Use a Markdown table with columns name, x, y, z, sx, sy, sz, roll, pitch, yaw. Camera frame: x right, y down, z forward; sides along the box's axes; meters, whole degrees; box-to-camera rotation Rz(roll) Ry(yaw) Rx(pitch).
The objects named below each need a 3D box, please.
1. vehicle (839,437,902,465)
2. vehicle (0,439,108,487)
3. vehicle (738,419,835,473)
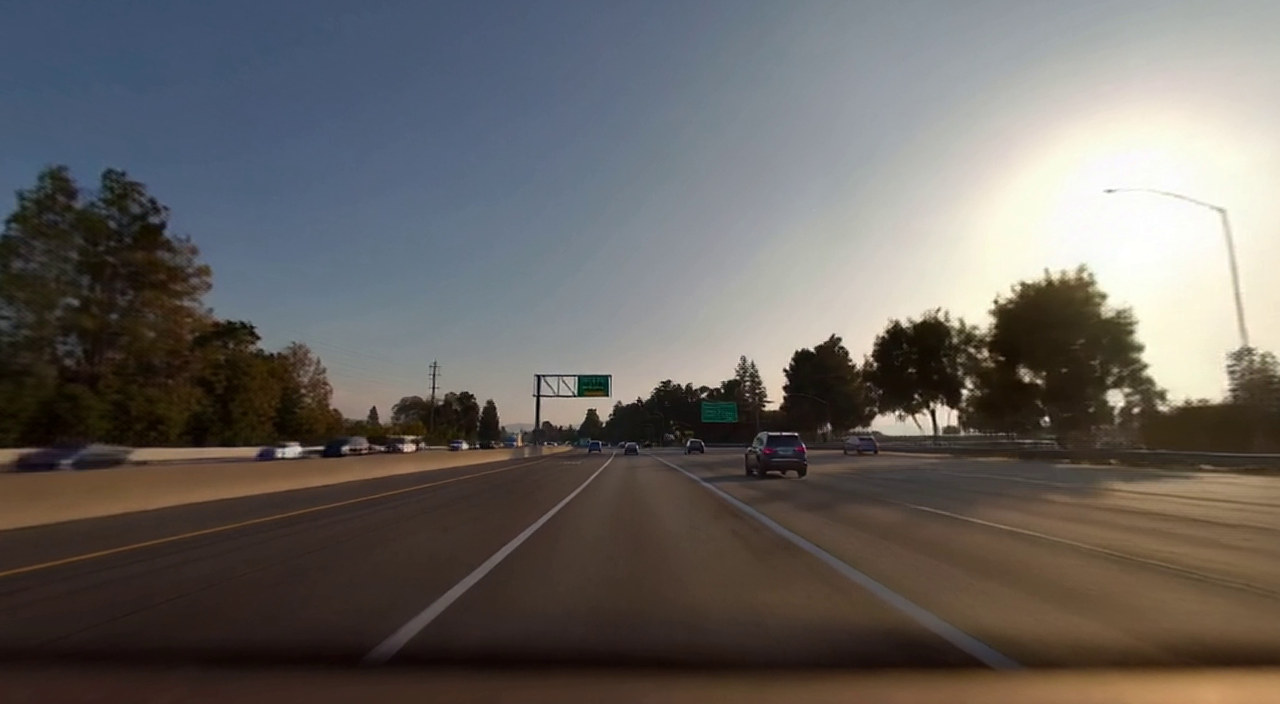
| name | x | y | z | sx | sy | sz | roll | pitch | yaw |
| --- | --- | --- | --- | --- | --- | --- | --- | --- | --- |
| vehicle | 14.017 | 6.029 | 38.555 | 2.072 | 1.611 | 4.387 | 0 | -8 | -2 |
| vehicle | -21.093 | 3.723 | 21.347 | 1.994 | 1.491 | 4.711 | 0 | -8 | -1 |
| vehicle | 7.021 | 4.686 | 31.452 | 2.779 | 2.339 | 8.073 | 0 | -8 | -1 |
